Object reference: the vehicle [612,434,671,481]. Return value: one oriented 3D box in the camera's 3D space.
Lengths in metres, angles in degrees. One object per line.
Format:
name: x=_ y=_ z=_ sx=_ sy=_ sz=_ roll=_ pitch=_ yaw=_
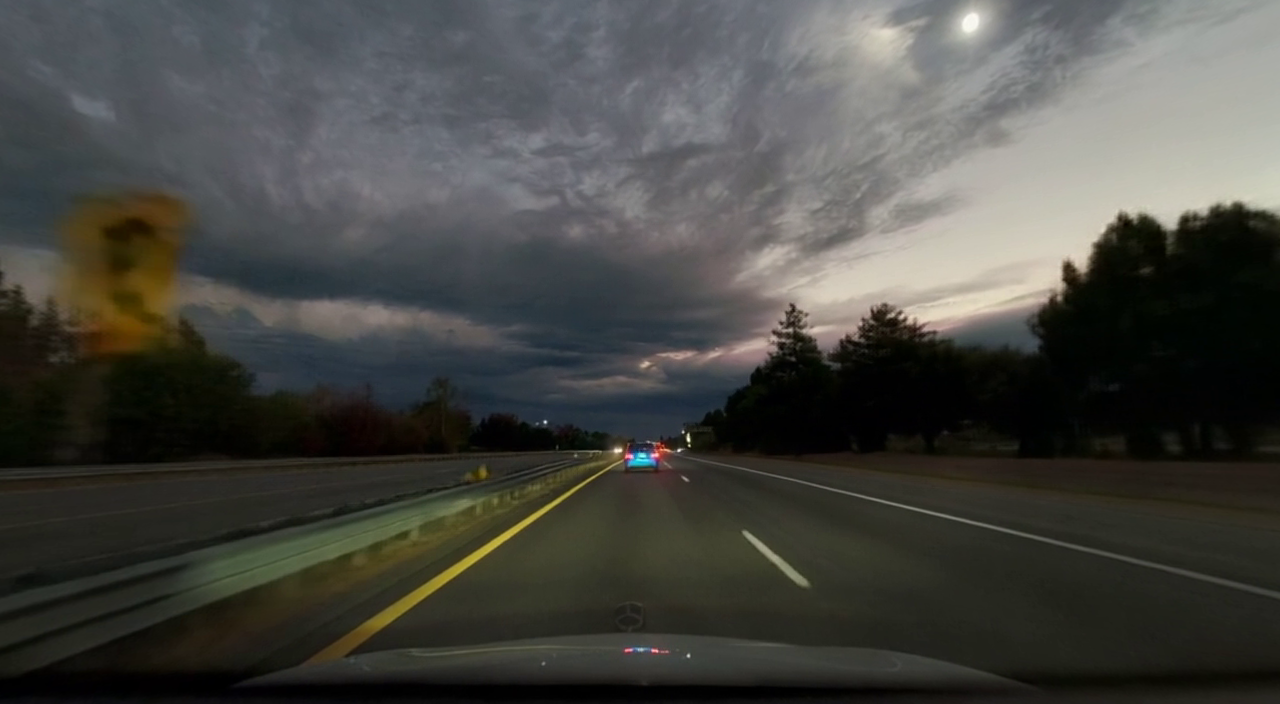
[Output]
vehicle: x=0.065 y=4.230 z=25.472 sx=2.190 sy=1.706 sz=4.062 roll=0 pitch=-9 yaw=0
